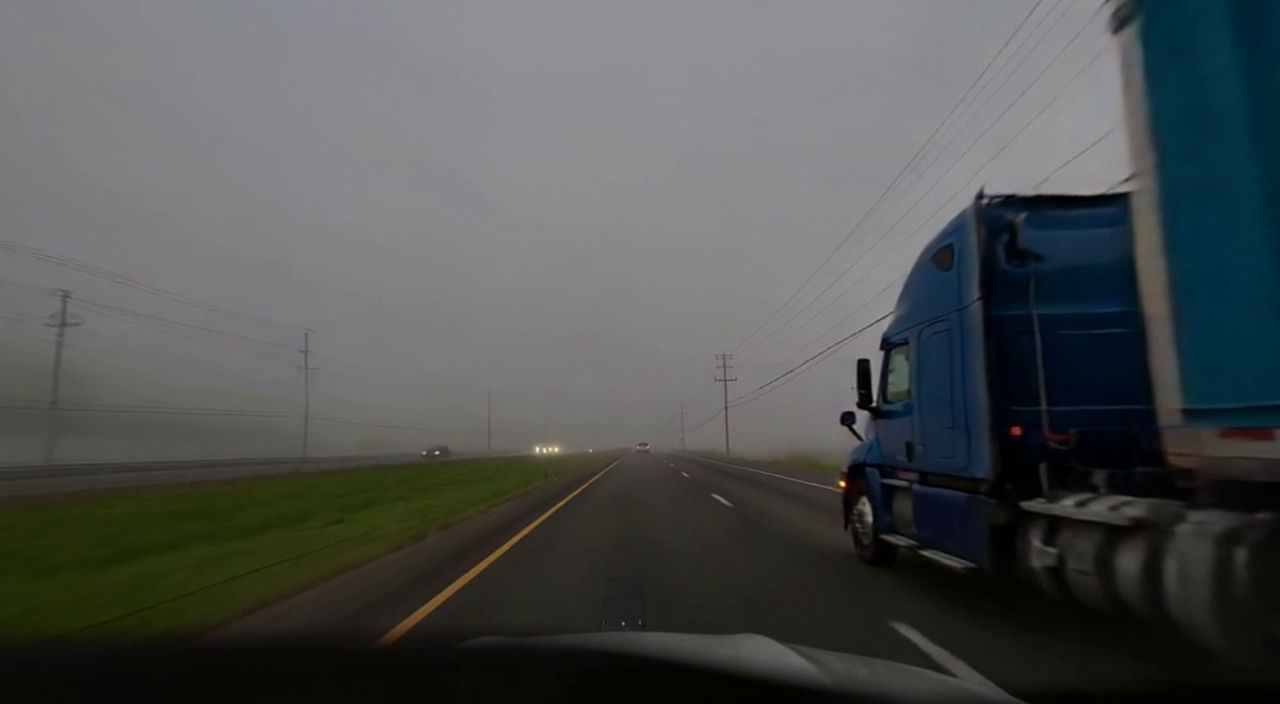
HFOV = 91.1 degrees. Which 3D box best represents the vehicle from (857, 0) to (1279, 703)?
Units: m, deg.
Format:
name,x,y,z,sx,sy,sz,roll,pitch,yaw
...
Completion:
name,x,y,z,sx,sy,sz,roll,pitch,yaw
vehicle,3.955,-0.116,2.510,3.031,3.879,8.478,0,-8,0
